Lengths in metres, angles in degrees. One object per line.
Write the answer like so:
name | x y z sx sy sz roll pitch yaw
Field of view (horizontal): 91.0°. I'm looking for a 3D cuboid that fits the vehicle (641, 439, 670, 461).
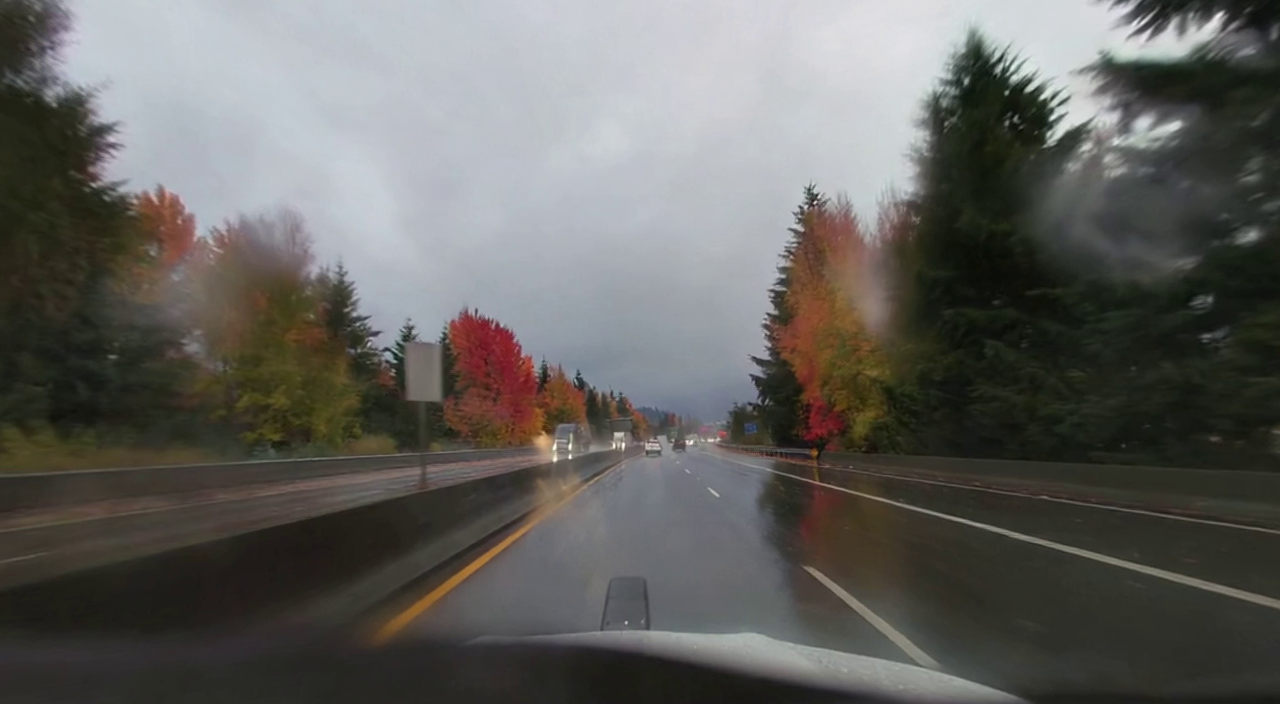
vehicle | 1.062 6.946 44.615 1.924 1.498 3.817 0 -8 0
